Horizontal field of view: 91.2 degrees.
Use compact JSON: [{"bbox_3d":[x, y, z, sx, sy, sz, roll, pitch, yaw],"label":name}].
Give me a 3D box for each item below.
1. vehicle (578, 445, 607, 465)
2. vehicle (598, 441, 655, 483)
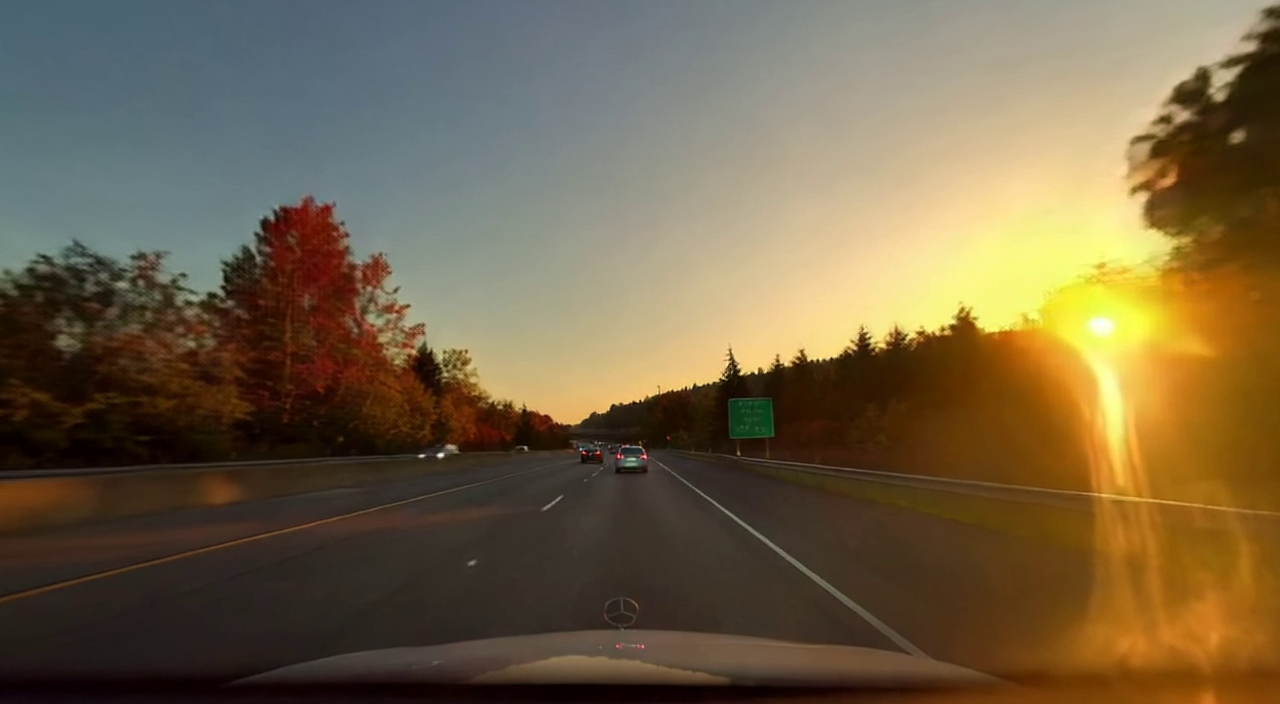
[{"bbox_3d":[-3.696,8.113,49.330,1.994,1.470,3.752,-1,-9,0],"label":"vehicle"},{"bbox_3d":[-0.502,4.345,24.935,2.066,1.490,3.759,-1,-9,0],"label":"vehicle"}]
